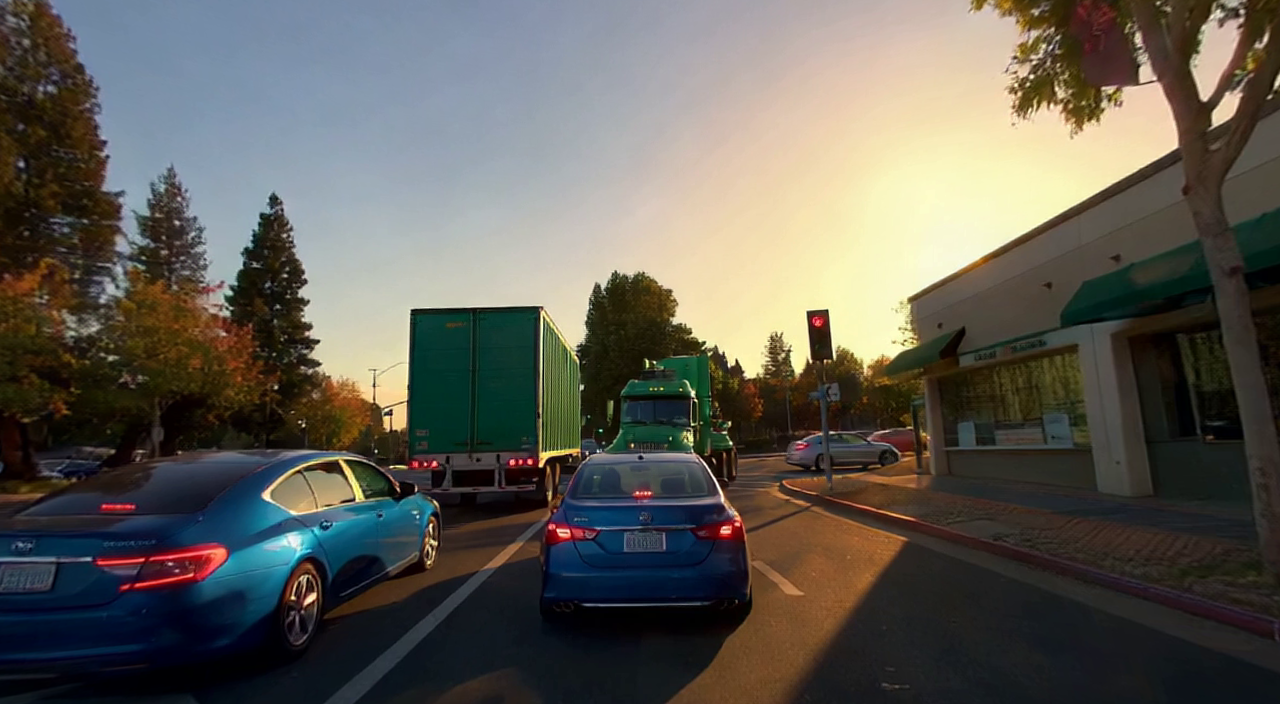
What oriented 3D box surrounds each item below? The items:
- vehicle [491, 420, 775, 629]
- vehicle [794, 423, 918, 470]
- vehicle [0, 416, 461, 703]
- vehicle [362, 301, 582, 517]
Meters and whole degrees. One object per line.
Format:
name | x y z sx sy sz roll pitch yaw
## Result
vehicle | -0.102 1.567 6.709 2.067 1.506 4.118 0 -8 -2
vehicle | 9.519 4.193 27.840 4.681 1.713 1.969 -1 -10 -12
vehicle | -3.096 1.365 5.155 1.969 1.471 4.378 0 -8 0
vehicle | -3.252 1.489 14.619 3.020 3.800 7.105 0 -8 1
